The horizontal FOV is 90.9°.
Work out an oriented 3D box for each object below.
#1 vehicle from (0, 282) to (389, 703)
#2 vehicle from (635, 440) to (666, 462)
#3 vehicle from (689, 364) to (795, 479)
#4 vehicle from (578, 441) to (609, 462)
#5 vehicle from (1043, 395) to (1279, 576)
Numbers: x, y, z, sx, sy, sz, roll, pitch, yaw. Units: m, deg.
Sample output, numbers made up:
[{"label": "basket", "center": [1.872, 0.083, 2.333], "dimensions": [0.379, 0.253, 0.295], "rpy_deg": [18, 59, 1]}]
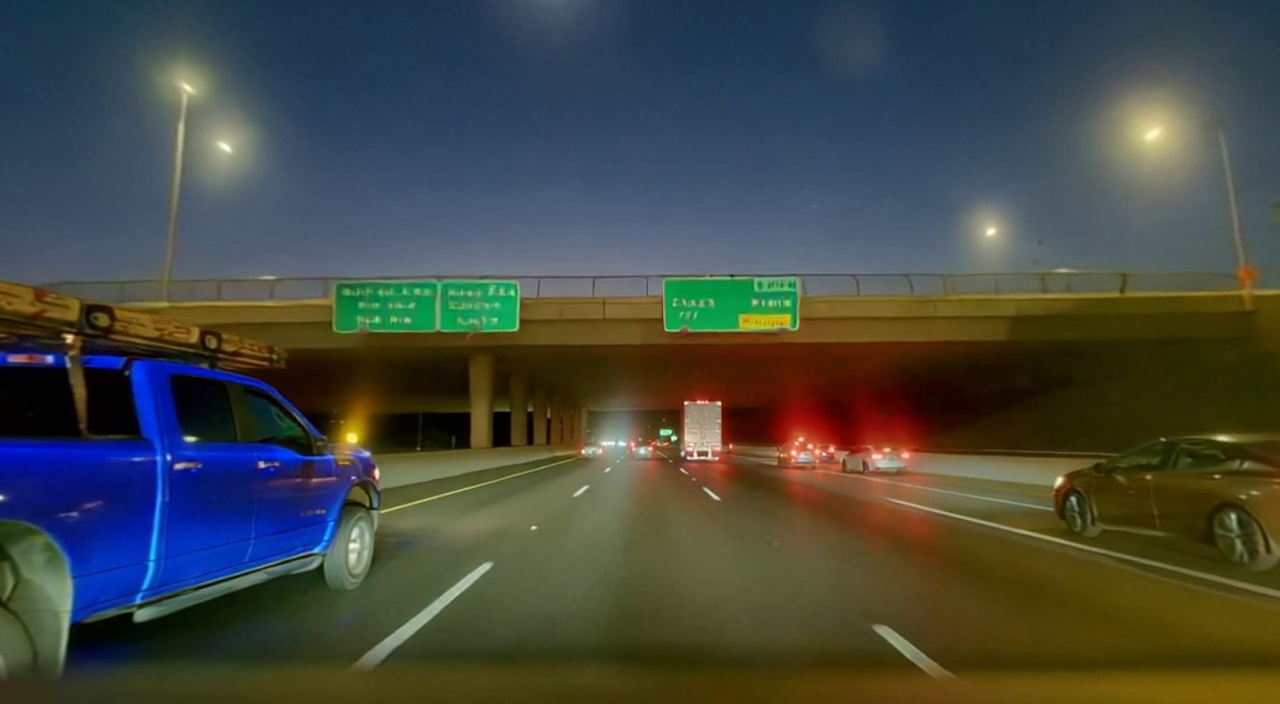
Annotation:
[{"label": "vehicle", "center": [-4.133, 0.863, 3.701], "dimensions": [2.599, 2.054, 6.288], "rpy_deg": [-1, -8, 1]}, {"label": "vehicle", "center": [0.732, 7.114, 45.356], "dimensions": [2.092, 1.446, 4.092], "rpy_deg": [0, -8, 0]}, {"label": "vehicle", "center": [4.090, 3.383, 28.675], "dimensions": [2.885, 4.036, 12.891], "rpy_deg": [0, -8, 1]}, {"label": "vehicle", "center": [-3.425, 7.441, 47.298], "dimensions": [2.077, 1.446, 4.106], "rpy_deg": [0, -8, 0]}, {"label": "vehicle", "center": [7.112, 1.436, 7.144], "dimensions": [1.999, 1.700, 4.640], "rpy_deg": [0, -8, 0]}]
